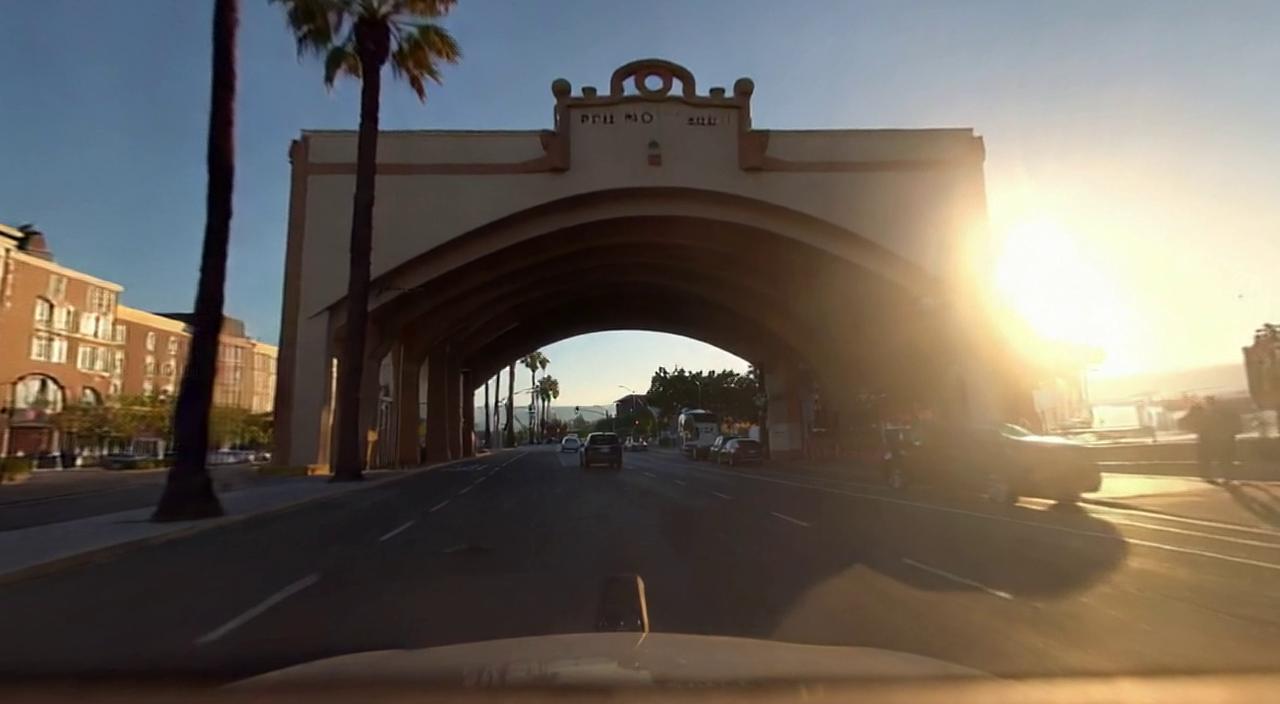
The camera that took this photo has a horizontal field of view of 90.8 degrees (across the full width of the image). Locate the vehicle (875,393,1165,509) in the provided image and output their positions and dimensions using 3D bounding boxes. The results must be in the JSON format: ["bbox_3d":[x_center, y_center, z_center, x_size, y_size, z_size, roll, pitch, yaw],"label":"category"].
[{"bbox_3d":[7.878,2.175,14.167,2.417,2.030,5.711,1,-8,-7],"label":"vehicle"}]

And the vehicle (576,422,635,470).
[{"bbox_3d":[-1.779,4.426,29.817,2.284,2.010,6.670,1,-8,-7],"label":"vehicle"}]

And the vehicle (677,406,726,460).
[{"bbox_3d":[4.102,5.477,42.734,2.821,3.470,3.590,0,-8,-1],"label":"vehicle"}]

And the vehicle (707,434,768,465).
[{"bbox_3d":[5.083,5.174,33.577,2.015,1.486,4.501,1,-8,-7],"label":"vehicle"}]
